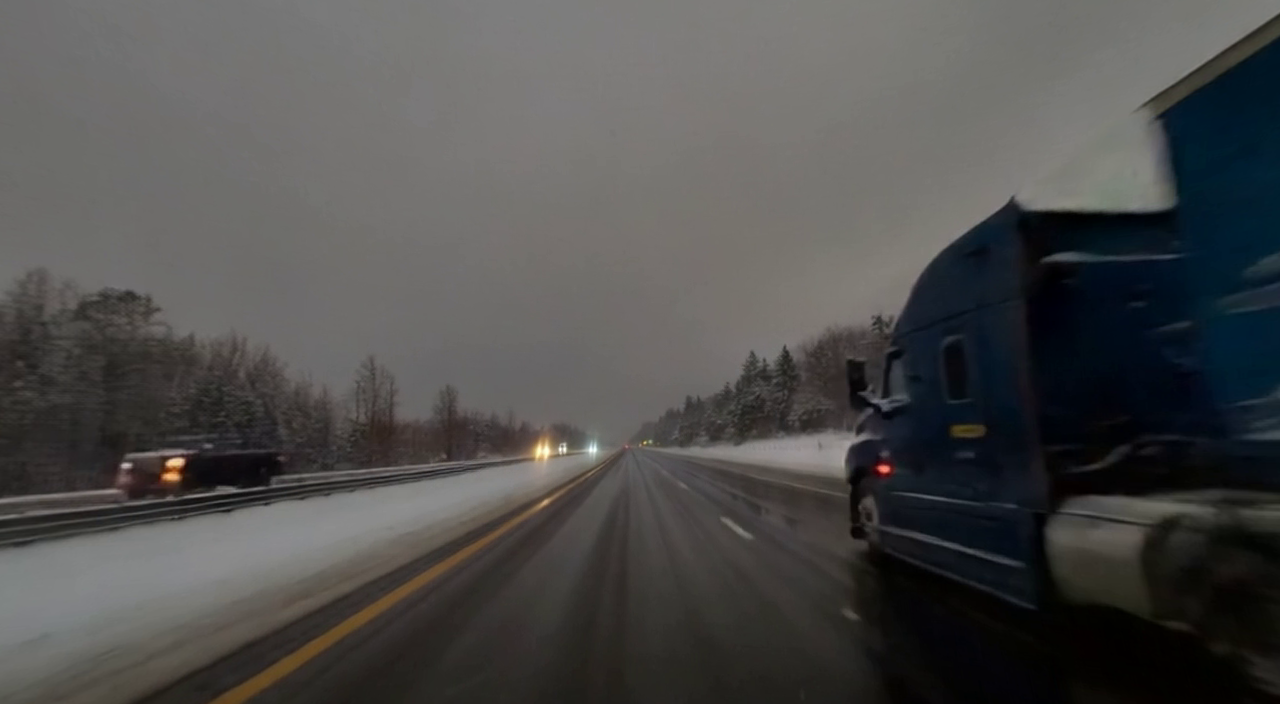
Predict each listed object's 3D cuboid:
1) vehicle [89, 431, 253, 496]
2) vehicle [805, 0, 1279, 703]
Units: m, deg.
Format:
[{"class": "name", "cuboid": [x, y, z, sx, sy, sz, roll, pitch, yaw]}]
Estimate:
[{"class": "vehicle", "cuboid": [-21.138, 5.043, 28.861, 2.345, 2.583, 6.782, 0, -9, -1]}, {"class": "vehicle", "cuboid": [3.954, 0.148, 5.737, 3.038, 3.983, 6.291, 0, -9, 0]}]
